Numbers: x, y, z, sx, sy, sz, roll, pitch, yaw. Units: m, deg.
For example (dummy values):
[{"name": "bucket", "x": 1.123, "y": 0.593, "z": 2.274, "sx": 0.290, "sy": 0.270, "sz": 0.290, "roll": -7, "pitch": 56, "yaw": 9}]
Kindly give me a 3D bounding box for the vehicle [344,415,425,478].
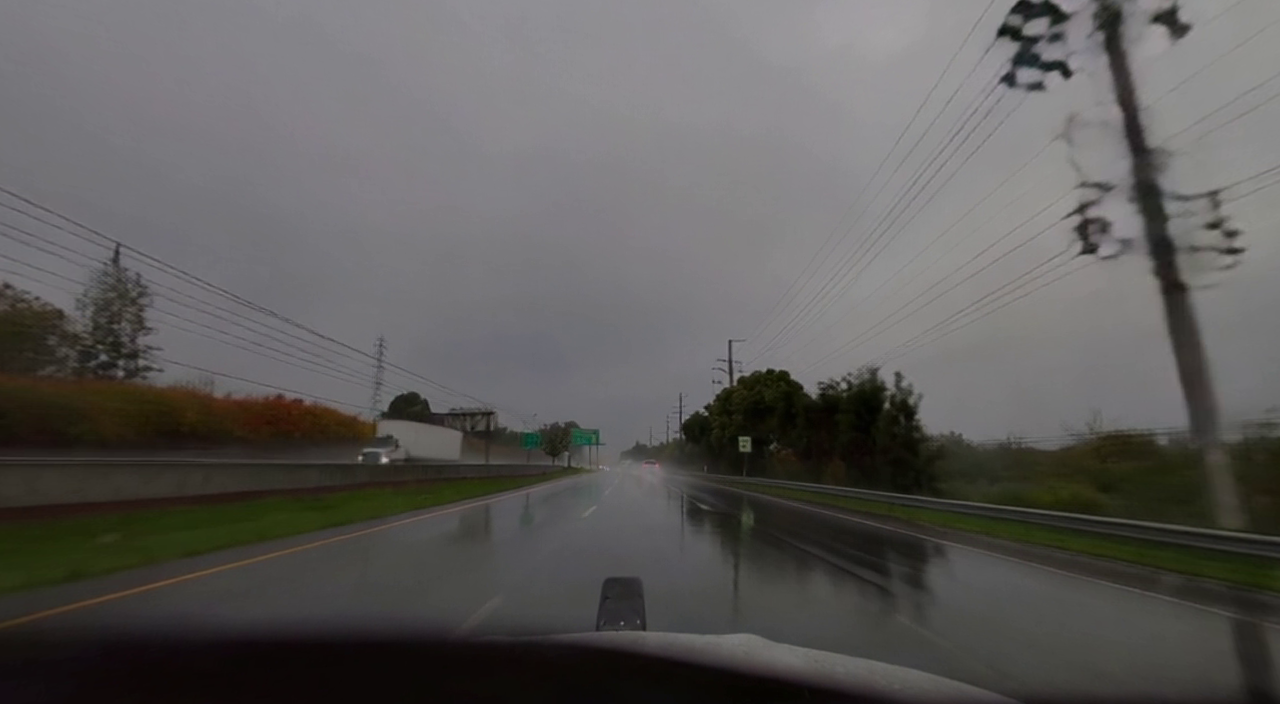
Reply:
[{"name": "vehicle", "x": -17.383, "y": 6.580, "z": 43.347, "sx": 2.964, "sy": 3.921, "sz": 5.816, "roll": 1, "pitch": -10, "yaw": -1}]
